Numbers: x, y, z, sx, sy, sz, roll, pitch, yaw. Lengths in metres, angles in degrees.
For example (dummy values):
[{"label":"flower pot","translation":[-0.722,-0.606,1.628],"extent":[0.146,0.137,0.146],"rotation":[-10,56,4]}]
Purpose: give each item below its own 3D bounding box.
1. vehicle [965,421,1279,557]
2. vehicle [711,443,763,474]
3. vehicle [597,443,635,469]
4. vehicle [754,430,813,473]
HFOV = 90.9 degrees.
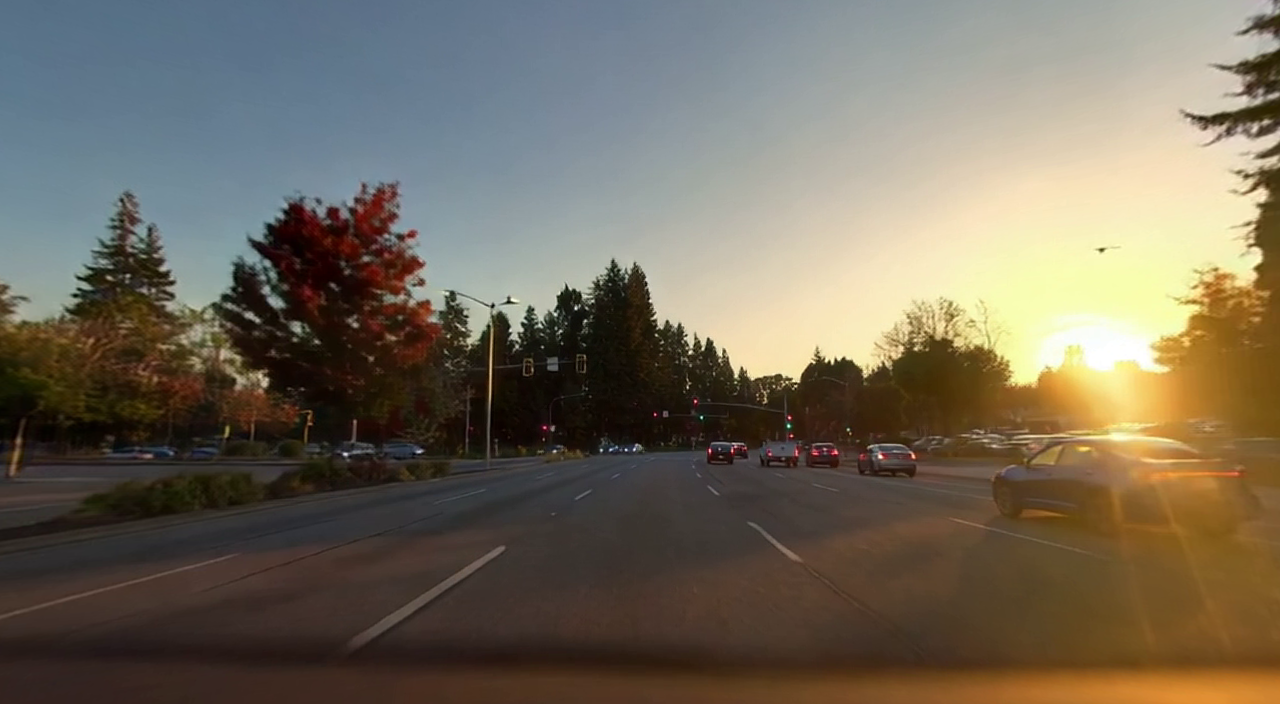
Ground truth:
[{"label":"vehicle","translation":[7.412,2.011,10.075],"extent":[2.051,1.620,4.702],"rotation":[-1,-8,2]},{"label":"vehicle","translation":[5.138,5.718,34.056],"extent":[2.292,1.563,4.734],"rotation":[-1,-9,2]},{"label":"vehicle","translation":[-1.485,6.732,40.887],"extent":[1.958,1.542,4.175],"rotation":[-1,-9,5]},{"label":"vehicle","translation":[7.969,5.606,35.484],"extent":[2.186,2.202,5.426],"rotation":[0,-9,2]}]
